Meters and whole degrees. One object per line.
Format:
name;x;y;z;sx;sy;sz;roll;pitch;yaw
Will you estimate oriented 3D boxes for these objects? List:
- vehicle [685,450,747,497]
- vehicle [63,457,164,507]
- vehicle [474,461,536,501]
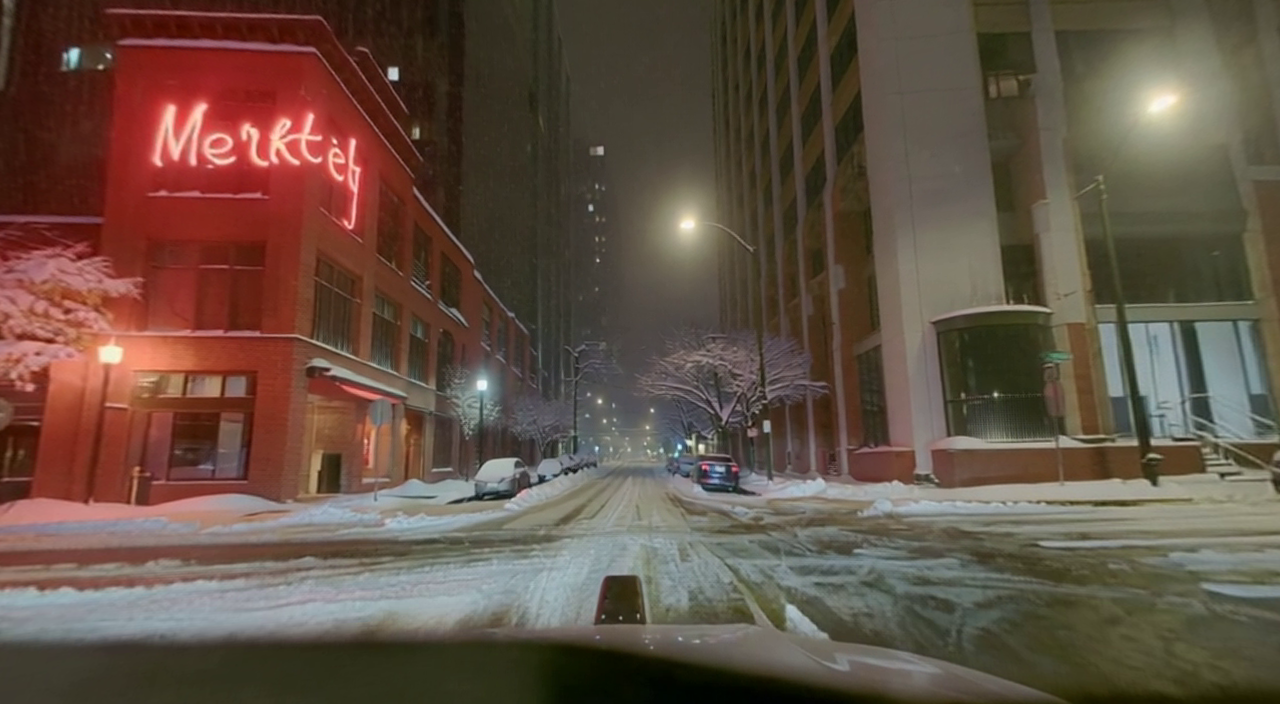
vehicle;2.961;4.844;25.584;1.917;1.680;4.500;0;-9;0
vehicle;-27.364;6.704;33.025;1.665;1.432;4.120;10;0;-1
vehicle;-5.609;5.405;26.790;1.864;1.447;3.887;0;-9;-2
